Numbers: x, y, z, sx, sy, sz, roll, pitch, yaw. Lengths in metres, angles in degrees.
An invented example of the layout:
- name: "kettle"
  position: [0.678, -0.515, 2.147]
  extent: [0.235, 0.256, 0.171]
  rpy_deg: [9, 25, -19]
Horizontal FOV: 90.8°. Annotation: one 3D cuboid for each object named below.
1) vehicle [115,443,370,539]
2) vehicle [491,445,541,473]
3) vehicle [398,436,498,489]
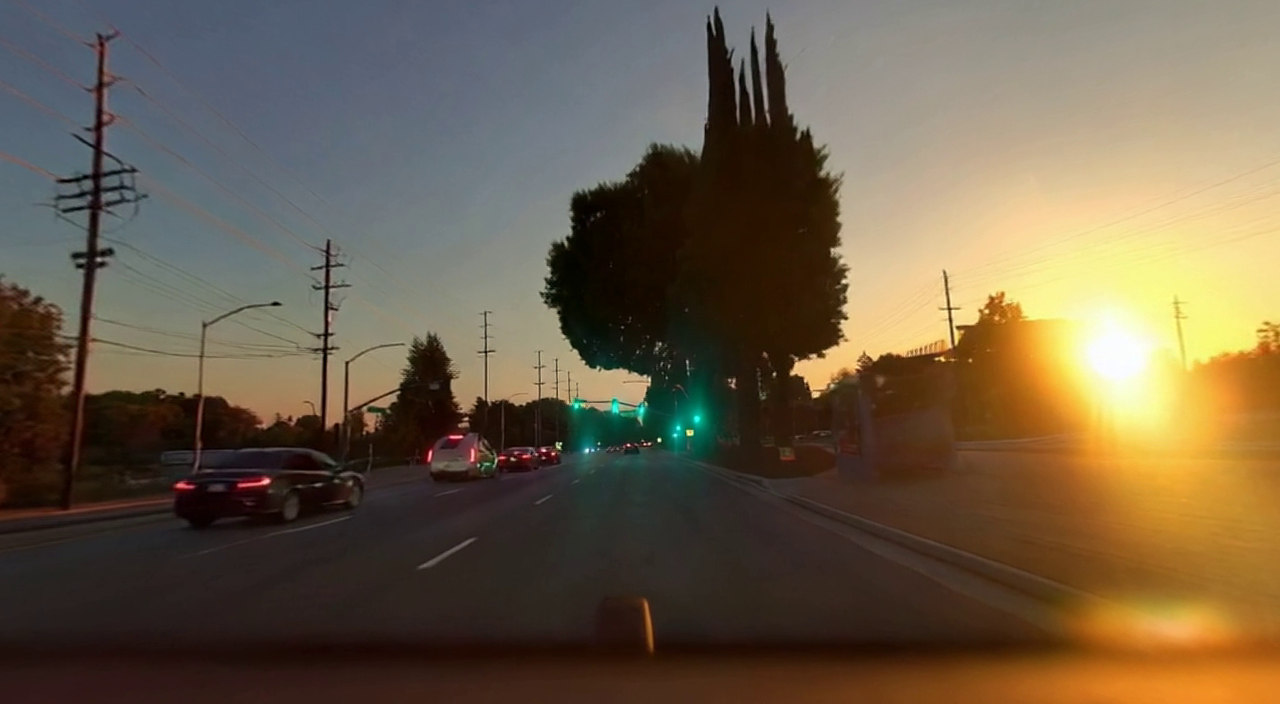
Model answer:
- name: "vehicle"
  position: [-7.083, 2.473, 11.990]
  extent: [2.008, 1.456, 4.409]
  rpy_deg: [0, -8, -1]
- name: "vehicle"
  position: [-6.978, 6.037, 35.961]
  extent: [1.854, 1.481, 4.518]
  rpy_deg: [-1, -8, 1]
- name: "vehicle"
  position: [-7.013, 4.083, 23.728]
  extent: [2.101, 1.768, 5.040]
  rpy_deg: [0, -8, 1]
